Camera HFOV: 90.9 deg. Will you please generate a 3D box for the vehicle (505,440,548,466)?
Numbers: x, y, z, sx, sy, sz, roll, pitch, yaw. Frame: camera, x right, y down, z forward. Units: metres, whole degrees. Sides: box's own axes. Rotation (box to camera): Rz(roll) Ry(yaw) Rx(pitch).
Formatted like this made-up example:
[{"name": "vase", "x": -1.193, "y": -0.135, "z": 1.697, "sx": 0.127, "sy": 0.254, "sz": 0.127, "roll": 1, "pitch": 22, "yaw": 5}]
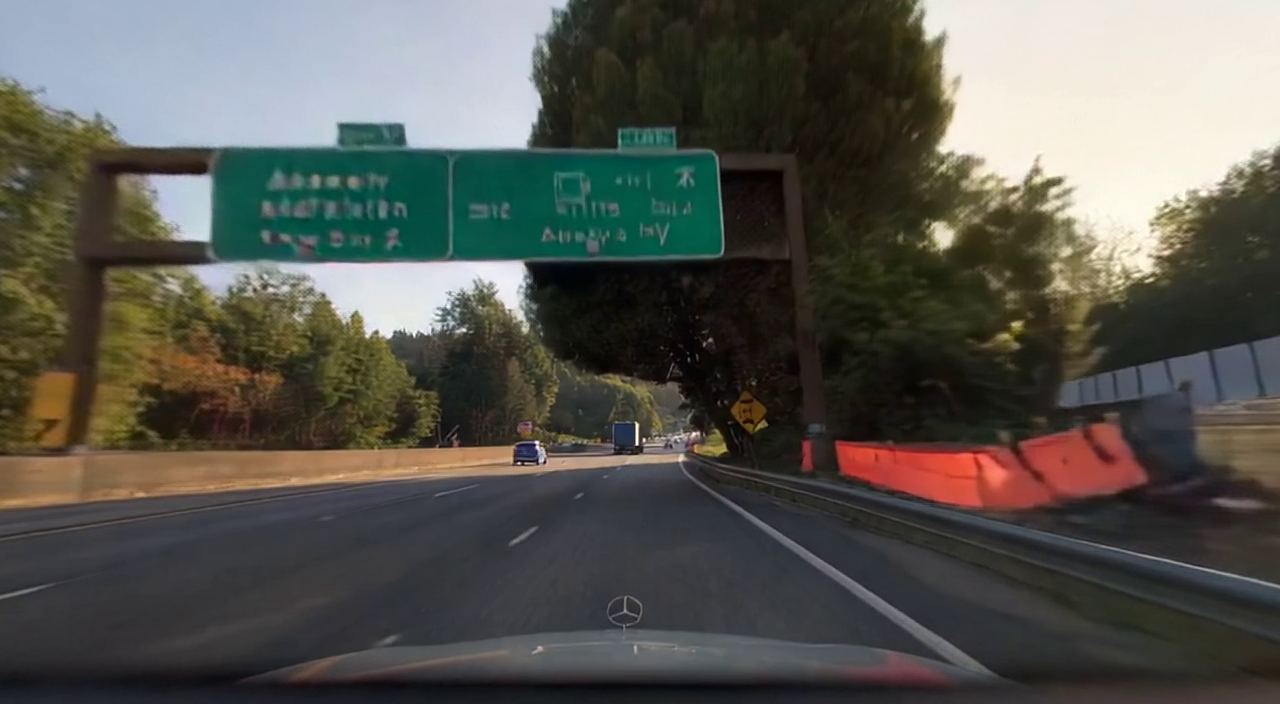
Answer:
[{"name": "vehicle", "x": -7.183, "y": 6.470, "z": 40.313, "sx": 1.893, "sy": 1.566, "sz": 4.051, "roll": -1, "pitch": -9, "yaw": 2}]
